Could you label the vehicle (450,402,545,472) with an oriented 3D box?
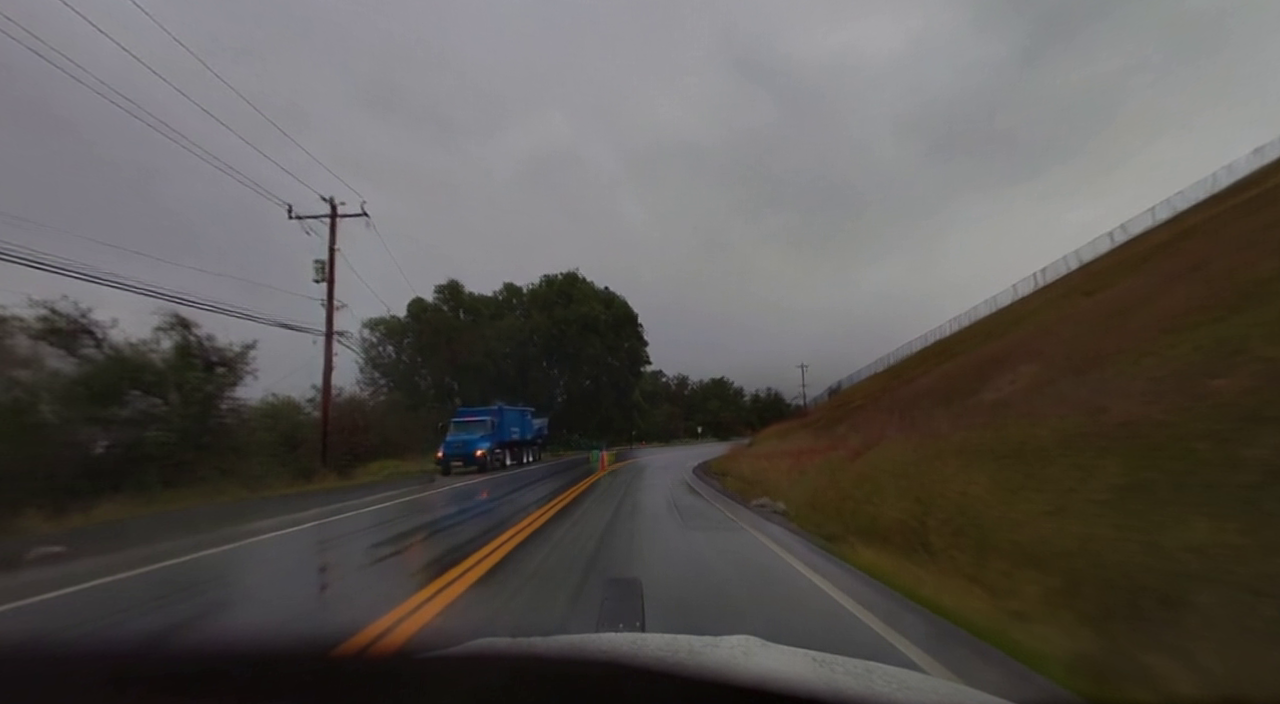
[{"bbox_3d":[-7.461,4.602,34.087,3.031,3.185,7.053,-4,-8,4],"label":"vehicle"}]
